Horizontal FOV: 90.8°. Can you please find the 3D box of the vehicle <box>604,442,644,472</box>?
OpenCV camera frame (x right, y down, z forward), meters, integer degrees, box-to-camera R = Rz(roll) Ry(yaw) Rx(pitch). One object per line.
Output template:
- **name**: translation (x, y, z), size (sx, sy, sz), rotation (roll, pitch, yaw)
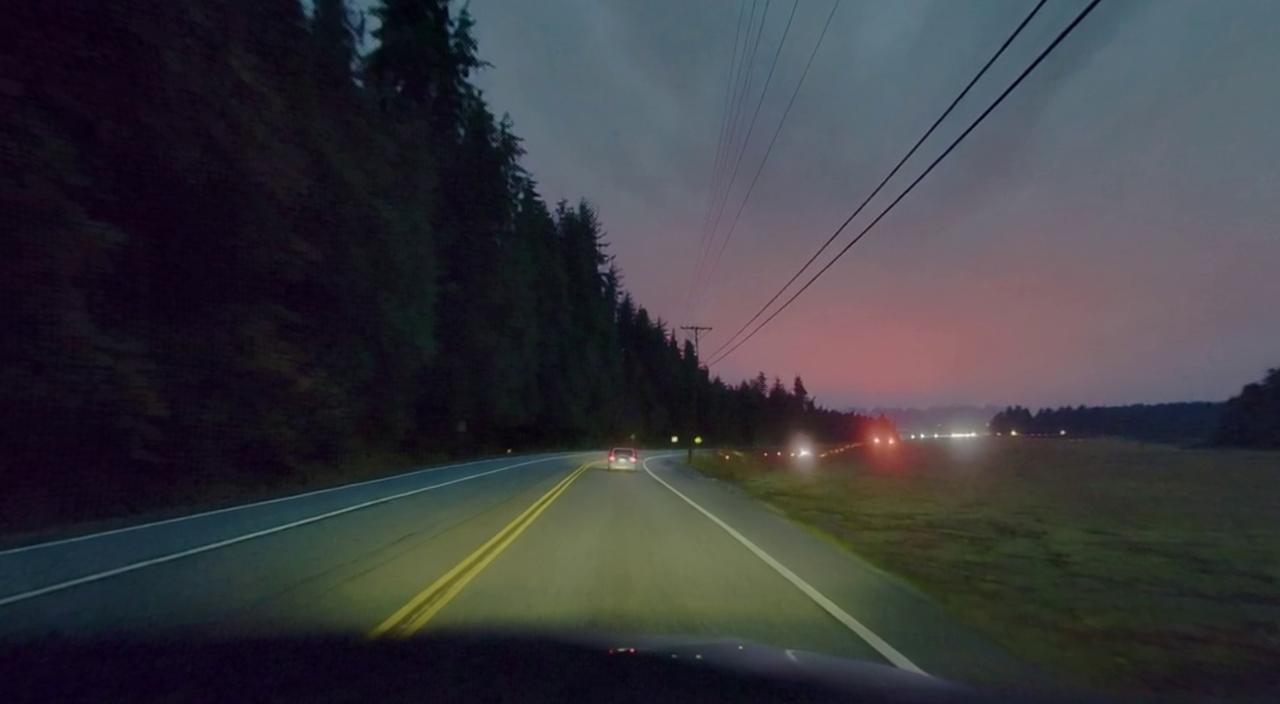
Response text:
- **vehicle**: translation (-0.893, 5.772, 34.930), size (2.059, 1.524, 3.963), rotation (1, -9, -1)
